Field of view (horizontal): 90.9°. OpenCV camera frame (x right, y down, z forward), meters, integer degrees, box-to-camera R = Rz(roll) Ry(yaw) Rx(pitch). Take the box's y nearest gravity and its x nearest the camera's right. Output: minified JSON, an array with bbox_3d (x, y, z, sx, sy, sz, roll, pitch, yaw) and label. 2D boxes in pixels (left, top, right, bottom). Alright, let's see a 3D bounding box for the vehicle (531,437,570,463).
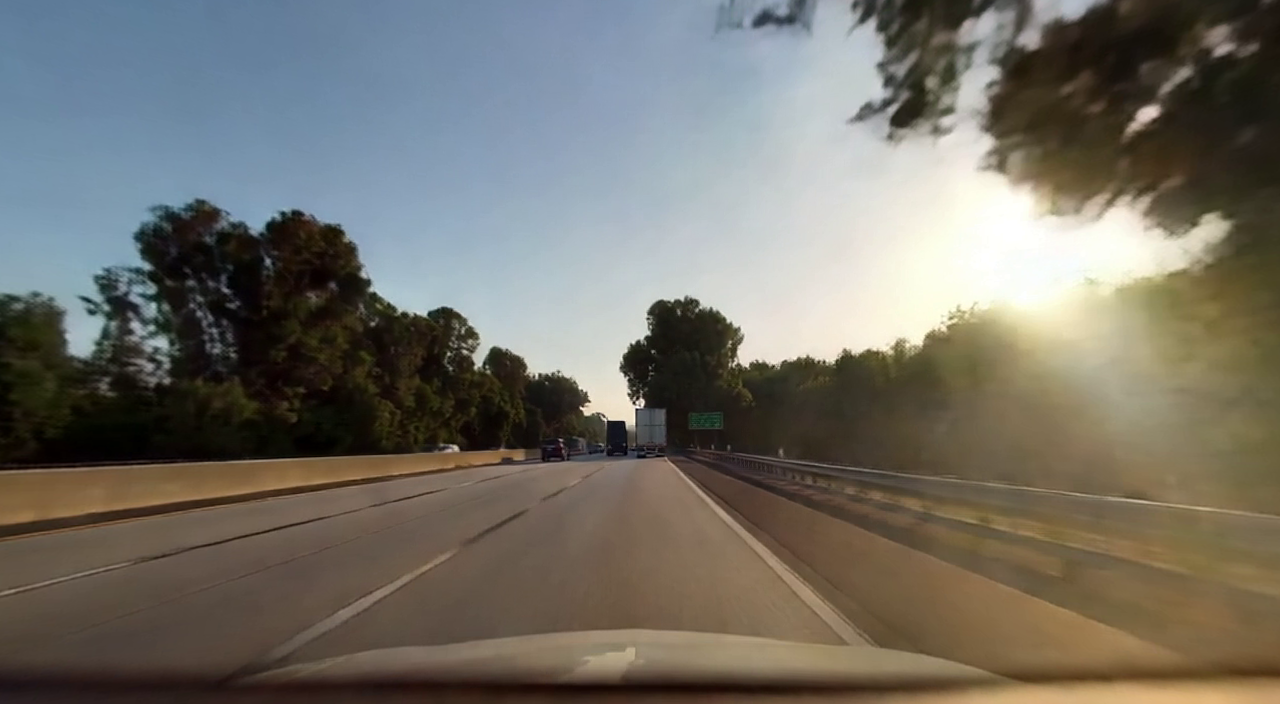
[{"bbox_3d":[-6.779,7.512,48.312,2.149,1.884,4.627,0,-8,2],"label":"vehicle"}]
